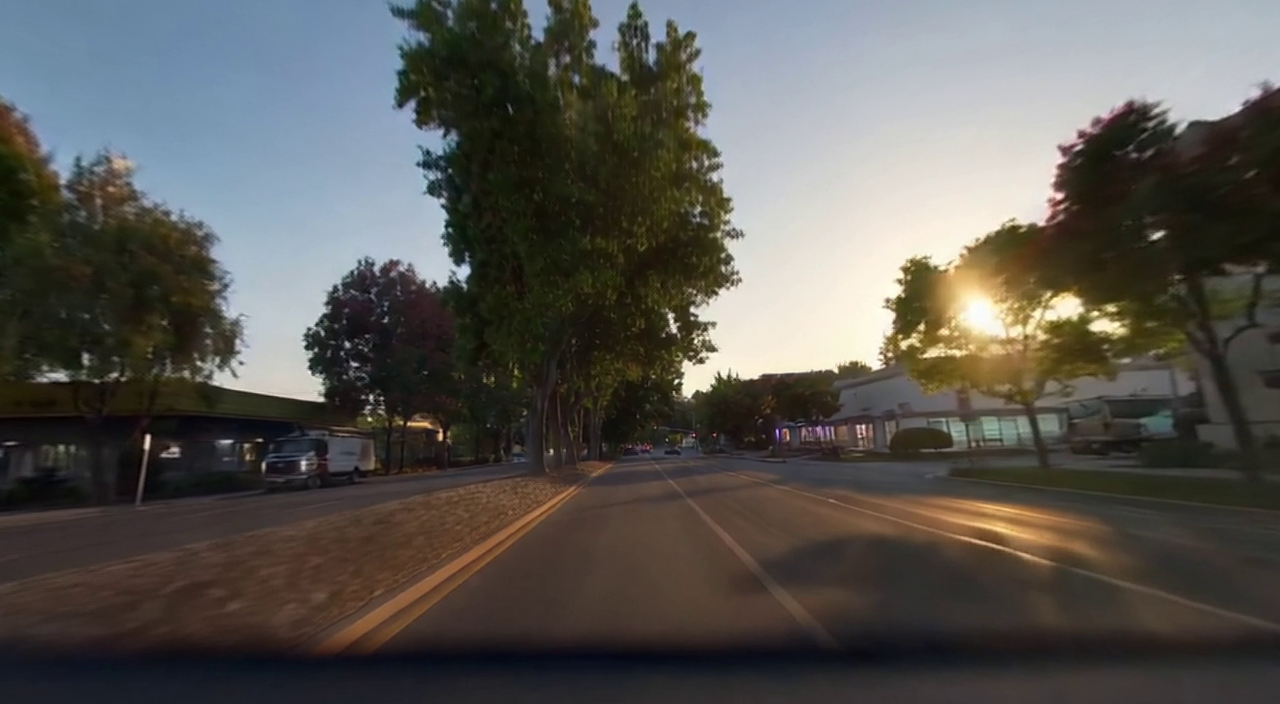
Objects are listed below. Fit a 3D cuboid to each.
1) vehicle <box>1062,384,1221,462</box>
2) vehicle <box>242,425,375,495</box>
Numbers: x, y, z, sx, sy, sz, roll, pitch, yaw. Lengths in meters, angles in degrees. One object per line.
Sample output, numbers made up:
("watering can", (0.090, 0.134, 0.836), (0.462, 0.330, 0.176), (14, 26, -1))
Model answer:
("vehicle", (28.934, 4.177, 36.462), (8.627, 4.134, 2.881), (3, -9, -22))
("vehicle", (-19.571, 6.448, 38.279), (2.966, 3.698, 9.217), (0, -9, 0))
